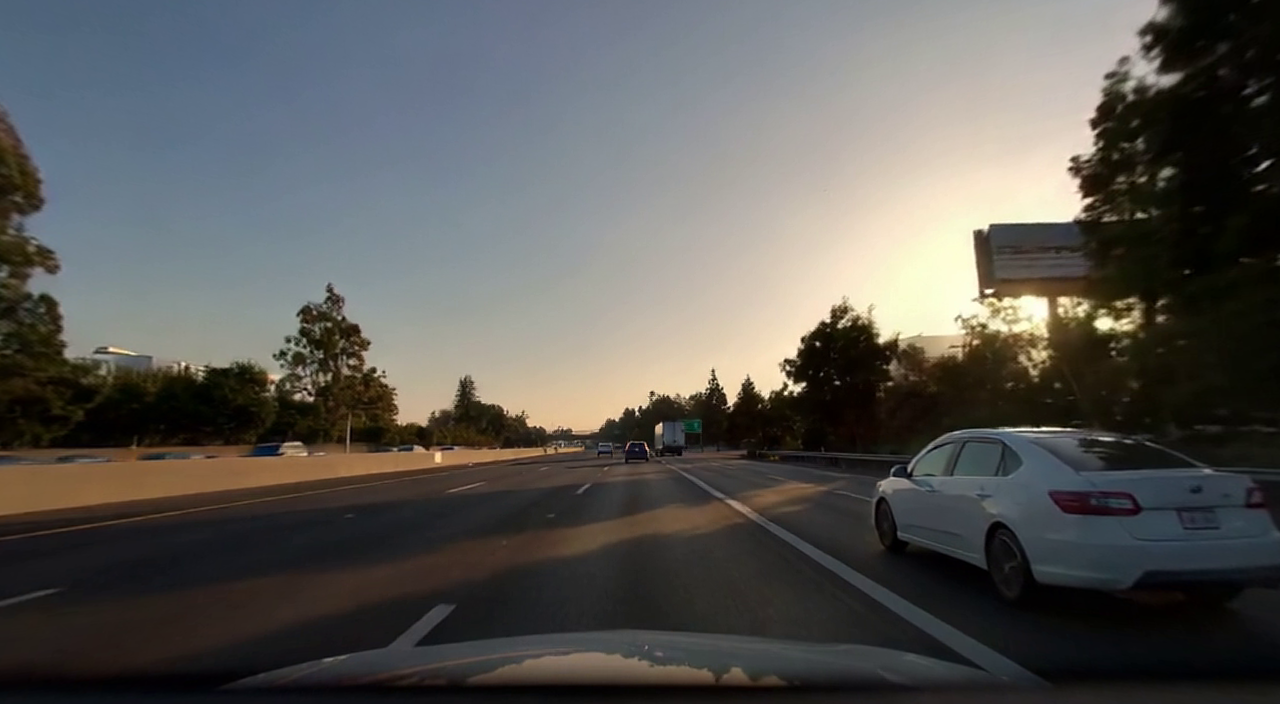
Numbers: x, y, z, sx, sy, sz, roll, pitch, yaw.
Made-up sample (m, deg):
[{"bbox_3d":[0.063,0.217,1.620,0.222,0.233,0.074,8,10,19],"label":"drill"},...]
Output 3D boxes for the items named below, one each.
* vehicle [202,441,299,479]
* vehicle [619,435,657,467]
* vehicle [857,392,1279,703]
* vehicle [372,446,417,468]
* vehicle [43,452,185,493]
[{"bbox_3d":[-18.136,5.031,29.664,1.863,1.613,4.092,0,-8,0],"label":"vehicle"},{"bbox_3d":[-0.166,6.305,40.359,2.297,1.912,4.355,0,-8,-1],"label":"vehicle"},{"bbox_3d":[3.655,1.324,5.437,1.950,1.596,4.326,0,-8,-1],"label":"vehicle"},{"bbox_3d":[-18.103,7.736,46.691,1.796,1.505,3.726,0,-8,0],"label":"vehicle"},{"bbox_3d":[-21.998,5.029,26.723,1.986,1.484,4.683,0,-9,0],"label":"vehicle"}]
